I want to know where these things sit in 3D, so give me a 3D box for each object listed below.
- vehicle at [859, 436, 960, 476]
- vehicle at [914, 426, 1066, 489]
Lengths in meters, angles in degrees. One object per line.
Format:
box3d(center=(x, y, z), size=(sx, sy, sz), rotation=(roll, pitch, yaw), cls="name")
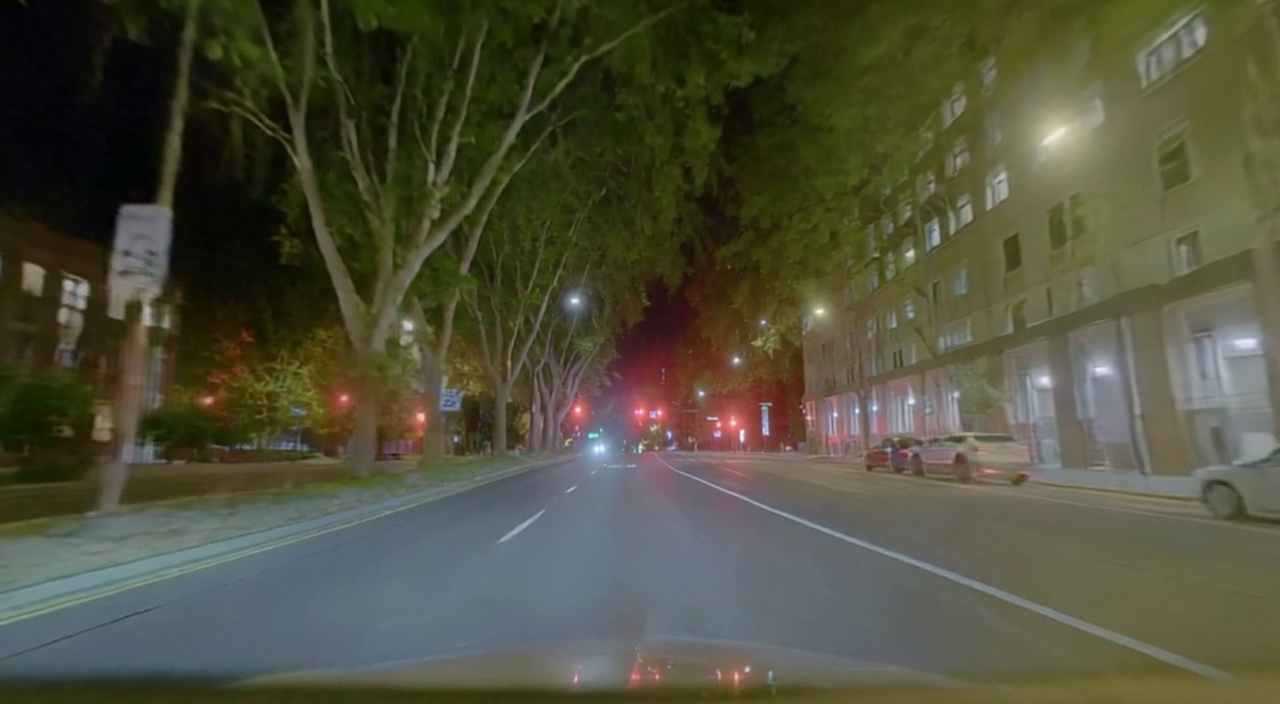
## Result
box3d(center=(10.852, 4.232, 25.910), size=(2.043, 1.491, 4.627), rotation=(0, -9, -1), cls="vehicle")
box3d(center=(10.724, 3.274, 19.903), size=(1.947, 1.716, 4.861), rotation=(0, -9, -1), cls="vehicle")
